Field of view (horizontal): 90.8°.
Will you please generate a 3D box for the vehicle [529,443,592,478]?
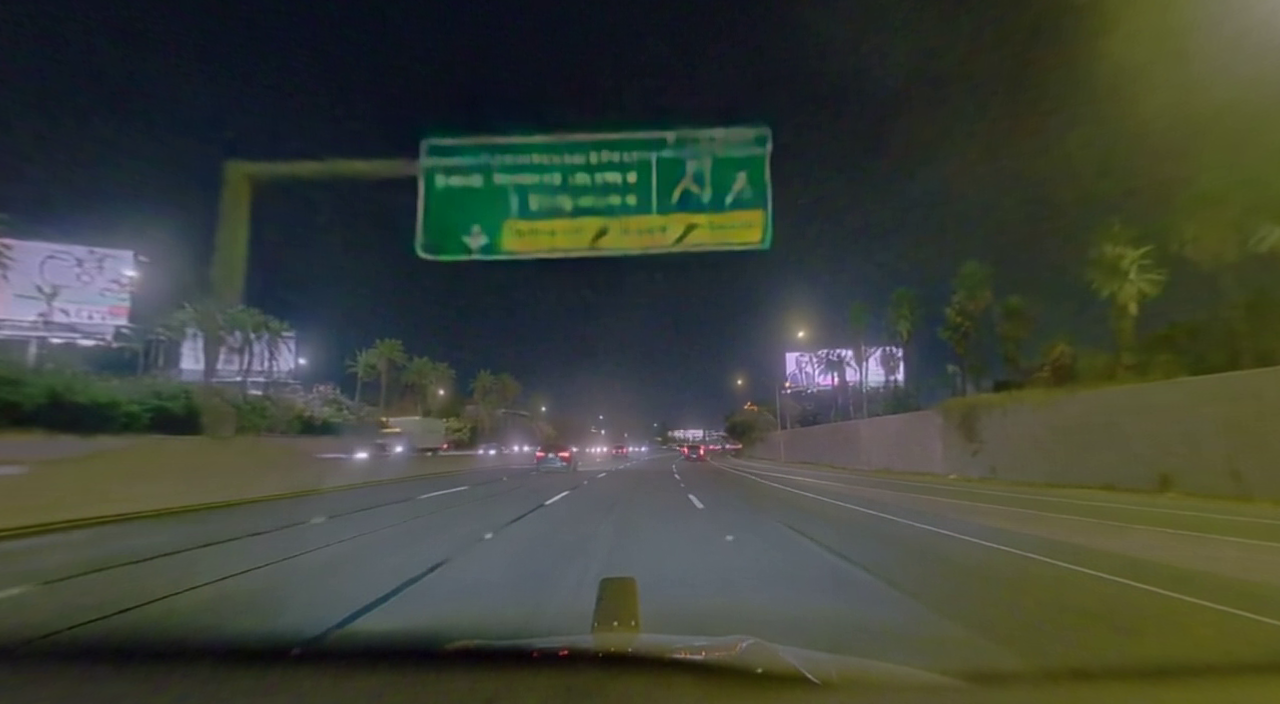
[{"bbox_3d":[-3.517,4.902,28.956,2.078,1.457,4.648,-1,-8,3],"label":"vehicle"}]
